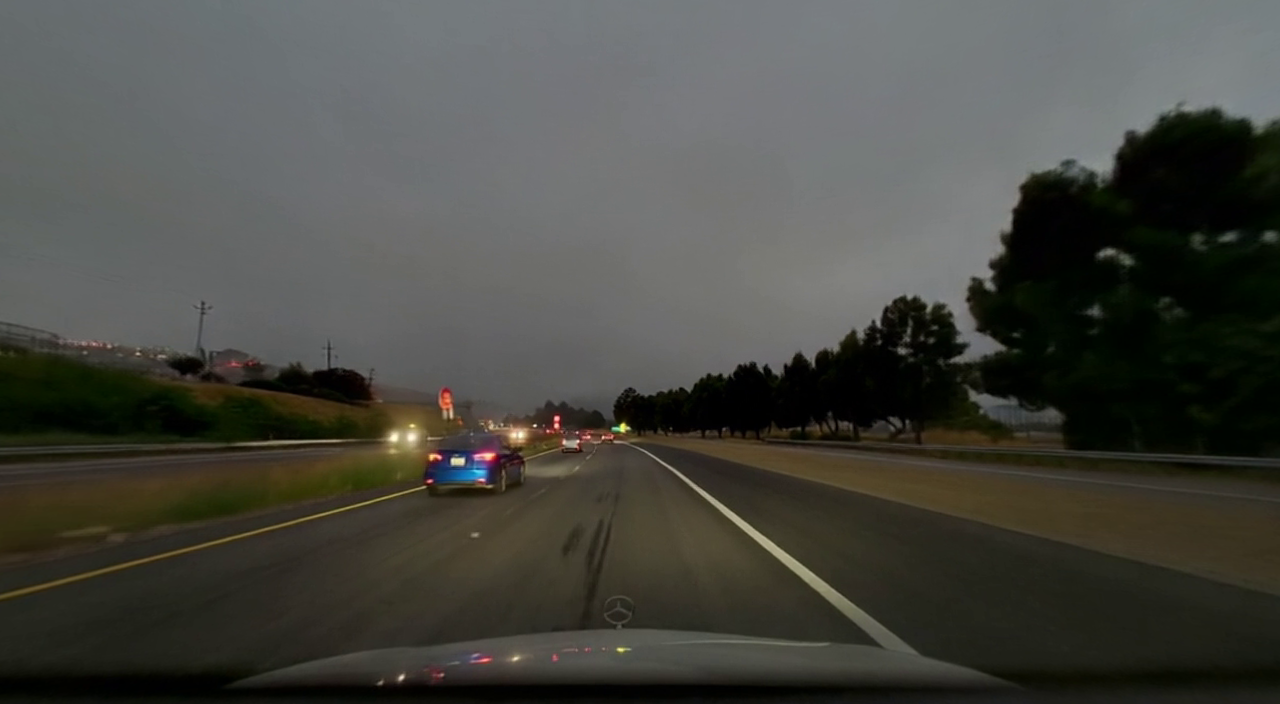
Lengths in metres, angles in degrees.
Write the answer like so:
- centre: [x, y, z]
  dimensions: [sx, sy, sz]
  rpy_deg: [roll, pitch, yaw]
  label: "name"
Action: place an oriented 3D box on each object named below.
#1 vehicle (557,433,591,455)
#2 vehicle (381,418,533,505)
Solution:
- centre: [-4.289, 6.011, 41.338]
  dimensions: [1.874, 1.369, 3.875]
  rpy_deg: [0, -8, -1]
  label: "vehicle"
- centre: [-3.823, 2.372, 14.161]
  dimensions: [2.047, 1.612, 4.631]
  rpy_deg: [0, -8, 0]
  label: "vehicle"
